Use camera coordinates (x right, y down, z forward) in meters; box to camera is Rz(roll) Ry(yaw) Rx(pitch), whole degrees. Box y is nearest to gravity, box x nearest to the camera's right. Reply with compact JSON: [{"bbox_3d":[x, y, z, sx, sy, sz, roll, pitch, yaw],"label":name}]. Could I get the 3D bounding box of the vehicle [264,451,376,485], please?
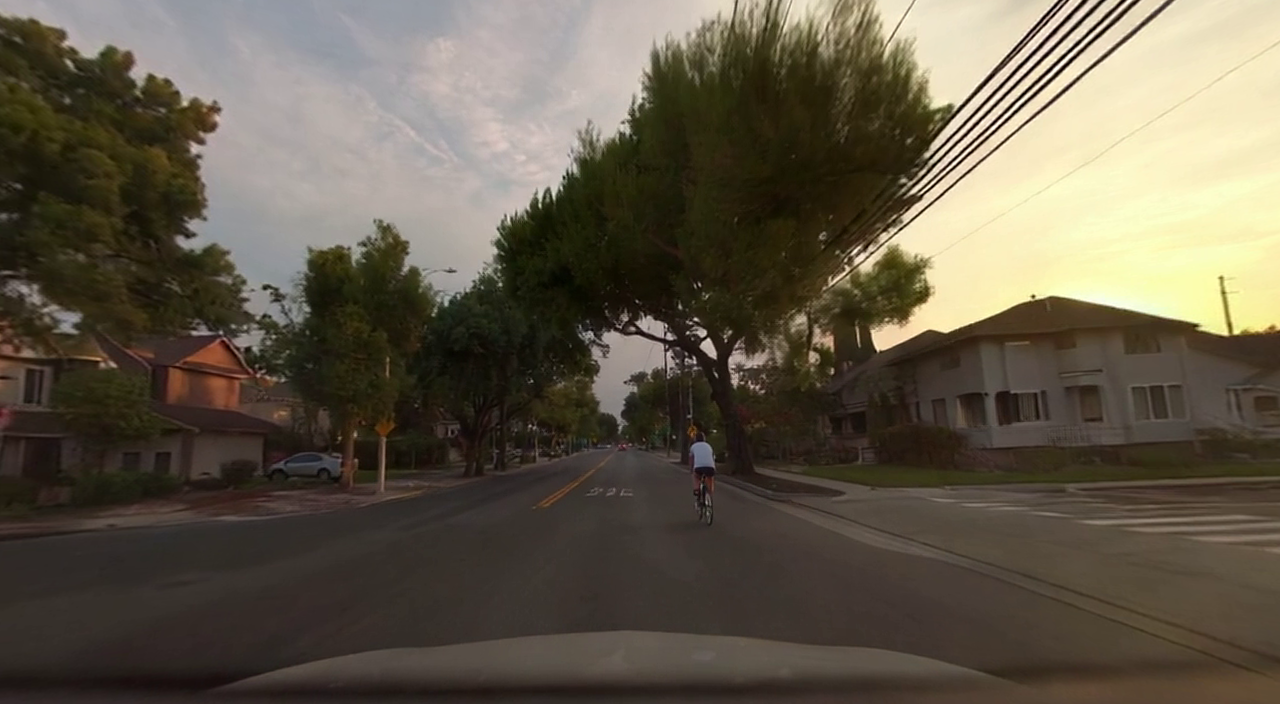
[{"bbox_3d":[-14.637,5.316,29.059,4.143,1.480,1.755,0,-8,-2],"label":"vehicle"}]
